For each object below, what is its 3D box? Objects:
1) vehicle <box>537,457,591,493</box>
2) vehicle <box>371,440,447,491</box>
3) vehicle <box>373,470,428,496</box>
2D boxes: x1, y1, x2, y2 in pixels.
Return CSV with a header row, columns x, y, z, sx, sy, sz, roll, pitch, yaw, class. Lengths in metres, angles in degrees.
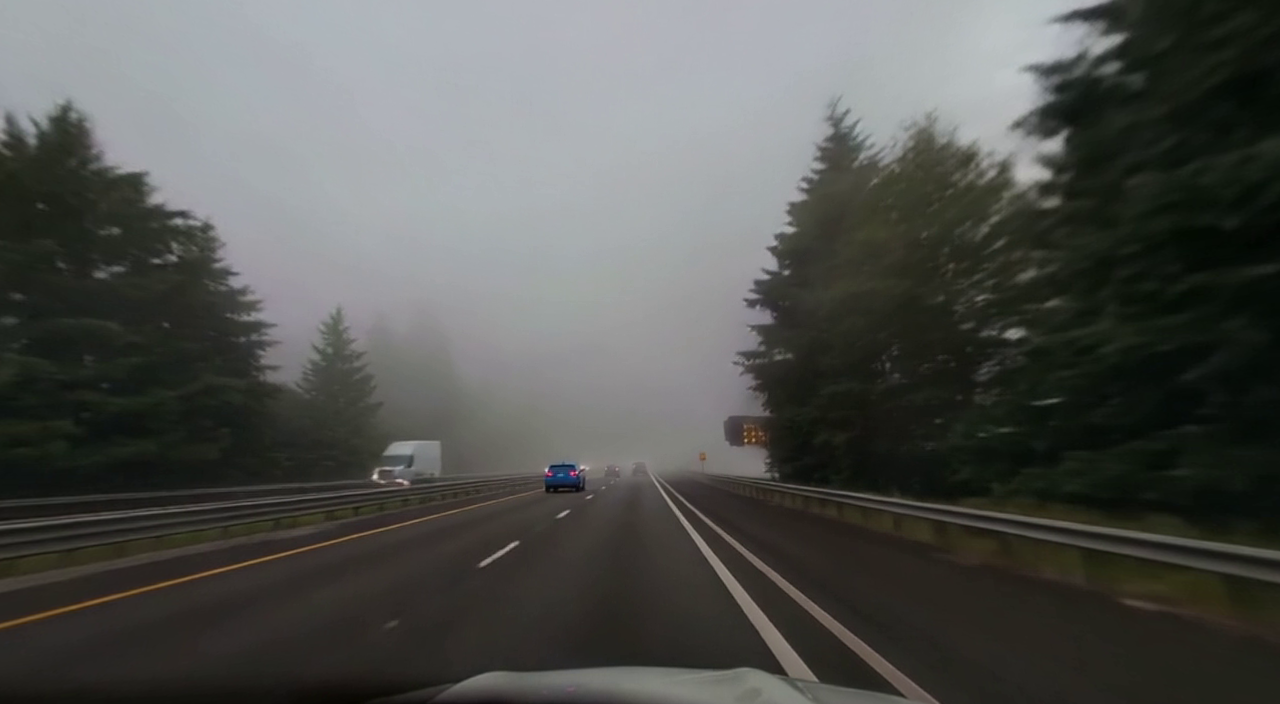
x,y,z,sx,sy,sz,roll,pitch,yaw,class
-3.723,6.119,31.487,2.081,1.586,4.245,0,-10,1,vehicle
-17.268,8.600,47.744,2.776,3.469,7.357,0,-10,1,vehicle
-13.647,7.459,36.076,1.628,1.379,3.634,0,-10,1,vehicle
